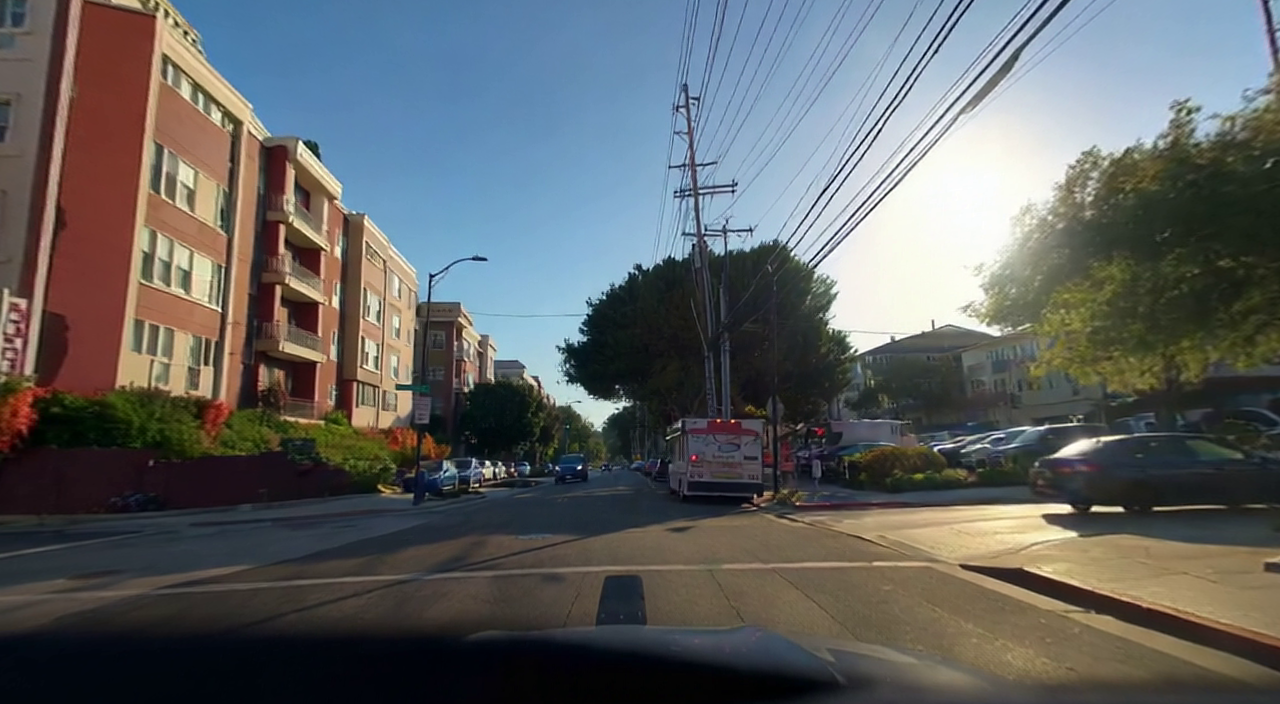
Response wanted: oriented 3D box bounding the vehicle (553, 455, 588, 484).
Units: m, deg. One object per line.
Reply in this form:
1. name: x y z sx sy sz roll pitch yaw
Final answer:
1. vehicle: -4.577 7.853 42.429 1.952 1.708 4.096 0 -8 -1

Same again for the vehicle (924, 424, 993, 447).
1. vehicle: 21.868 5.775 43.466 3.761 1.538 1.743 0 -8 -1

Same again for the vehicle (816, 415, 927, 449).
1. vehicle: 10.589 3.701 29.065 4.396 1.459 1.749 0 -8 -3

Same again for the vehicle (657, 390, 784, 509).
1. vehicle: 2.374 3.310 21.776 2.886 3.321 7.809 0 -8 -3

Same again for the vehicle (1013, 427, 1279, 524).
1. vehicle: 9.779 2.167 11.461 4.857 1.525 1.976 0 -8 -6

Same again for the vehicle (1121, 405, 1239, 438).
1. vehicle: 27.843 3.617 32.679 4.413 1.608 1.858 0 -8 -2

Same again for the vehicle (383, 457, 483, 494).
1. vehicle: -11.504 6.814 35.179 5.093 1.855 2.338 3 -9 -21
